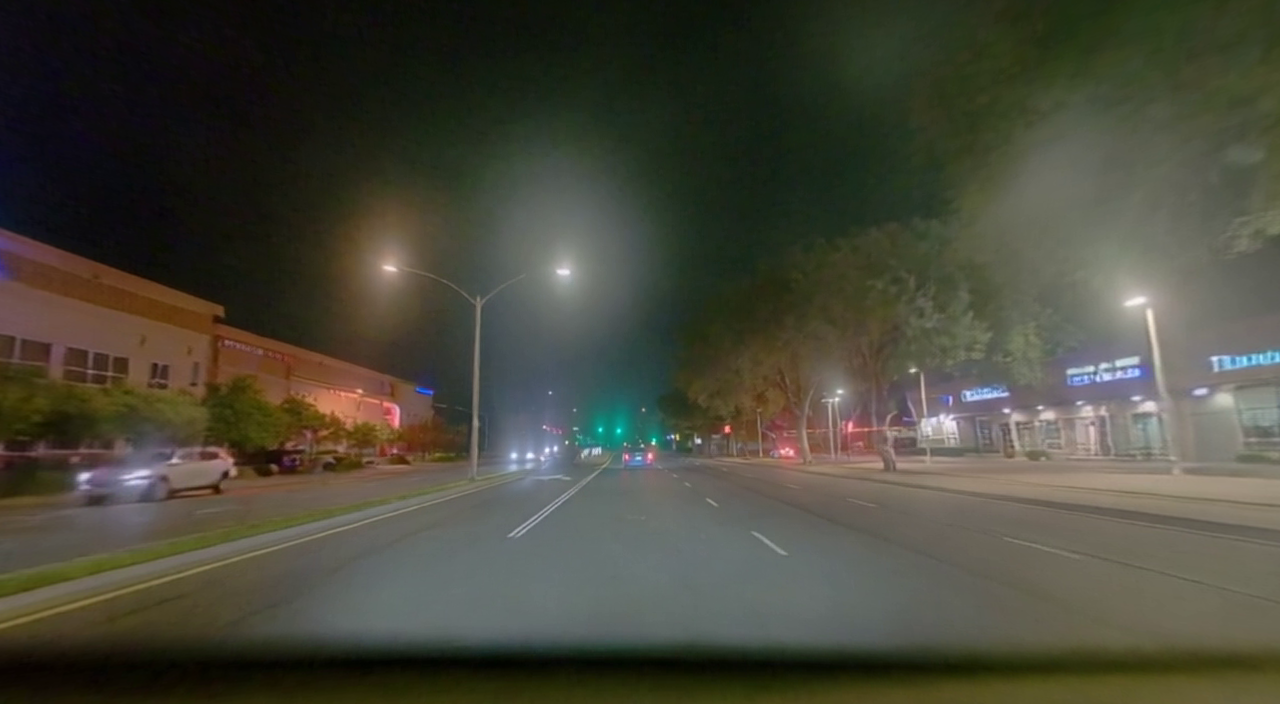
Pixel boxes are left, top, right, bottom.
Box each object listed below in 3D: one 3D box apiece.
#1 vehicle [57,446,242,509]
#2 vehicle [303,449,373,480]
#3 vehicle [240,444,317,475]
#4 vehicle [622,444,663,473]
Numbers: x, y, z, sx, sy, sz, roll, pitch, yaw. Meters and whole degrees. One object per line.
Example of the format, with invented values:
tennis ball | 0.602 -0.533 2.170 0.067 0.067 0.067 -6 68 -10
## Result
vehicle | -15.830 4.023 20.792 2.149 1.795 4.980 0 -9 -1
vehicle | -19.528 7.275 40.955 2.072 1.804 5.136 -1 -9 -1
vehicle | -24.233 7.196 42.465 2.146 1.939 5.462 1 -9 -3
vehicle | 0.089 5.688 33.778 1.998 1.452 3.773 0 -9 -2
